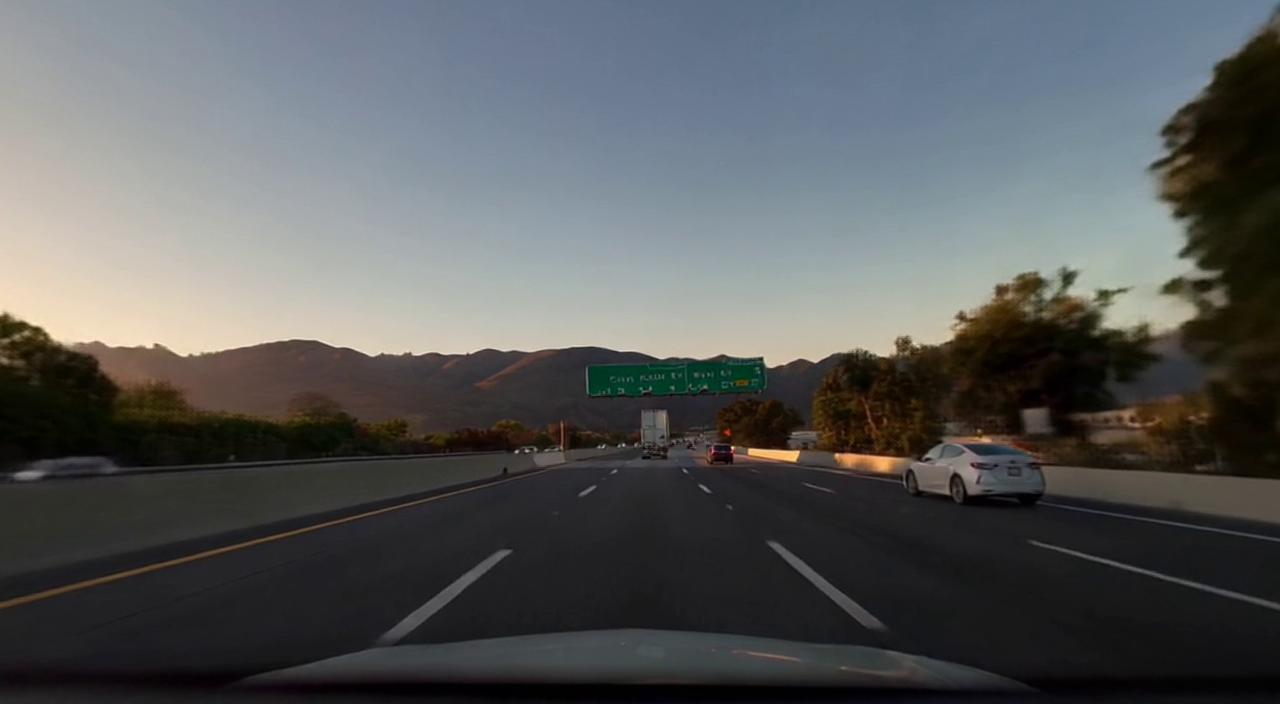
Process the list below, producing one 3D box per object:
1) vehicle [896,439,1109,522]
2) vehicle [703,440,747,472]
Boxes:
[{"bbox_3d":[7.254,2.585,13.244,1.982,1.440,4.171,0,-9,0],"label":"vehicle"},{"bbox_3d":[4.579,5.655,34.490,1.880,1.624,3.941,0,-9,1],"label":"vehicle"}]
